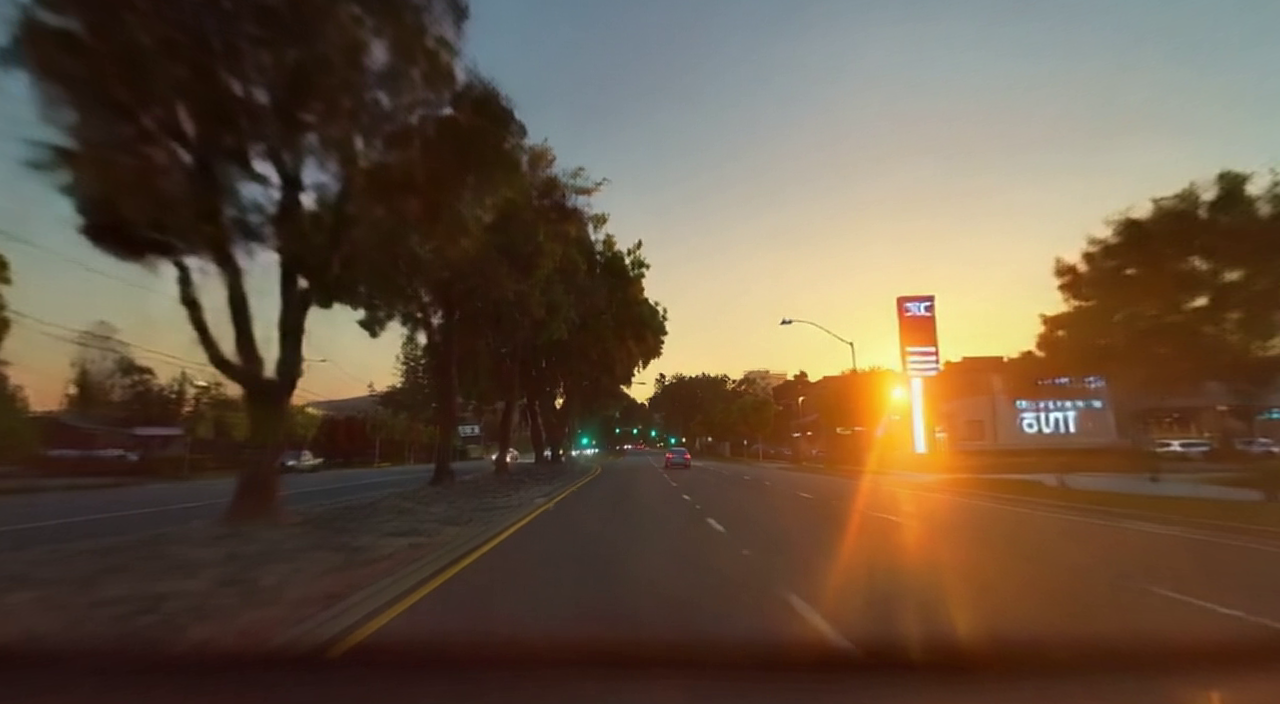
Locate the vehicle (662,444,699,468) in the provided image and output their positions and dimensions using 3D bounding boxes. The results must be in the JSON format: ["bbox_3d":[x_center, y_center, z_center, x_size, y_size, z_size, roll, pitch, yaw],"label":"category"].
[{"bbox_3d":[2.635,6.899,41.905,2.015,1.479,4.444,0,-9,-2],"label":"vehicle"}]
